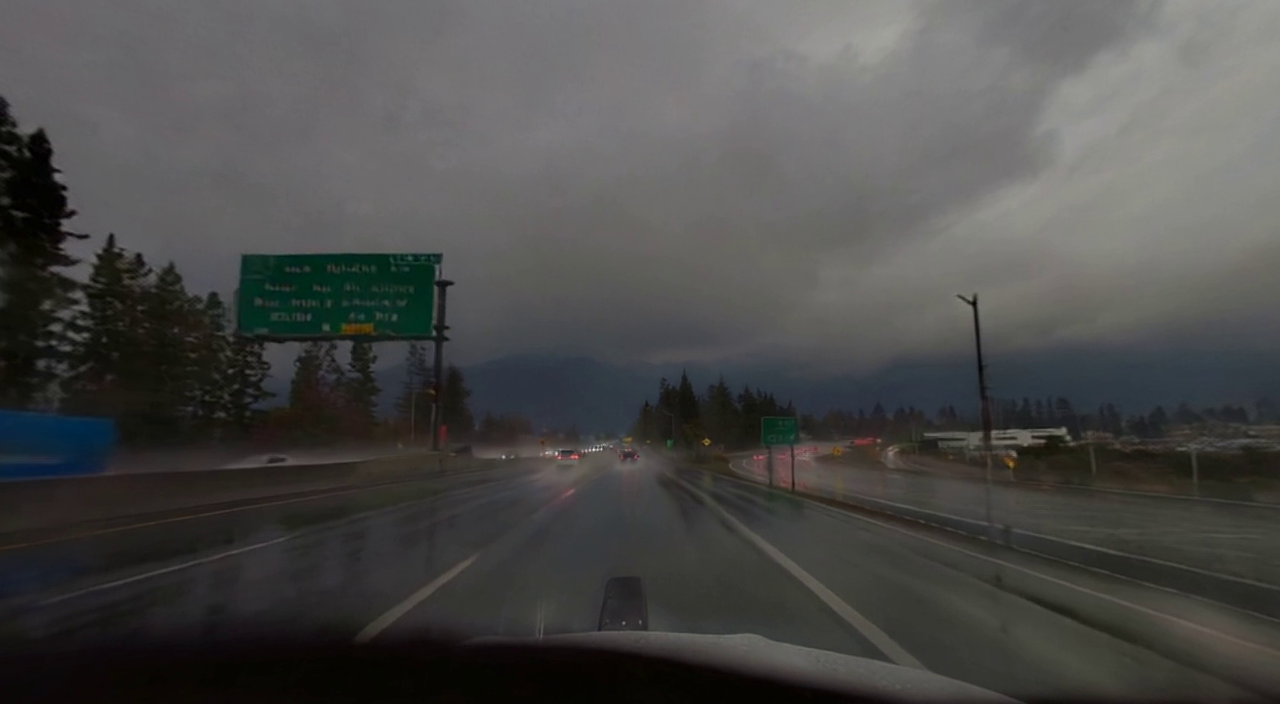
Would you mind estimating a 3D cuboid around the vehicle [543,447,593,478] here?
[{"bbox_3d":[-3.712,5.777,33.334,2.067,1.509,4.551,-1,-8,1],"label":"vehicle"}]

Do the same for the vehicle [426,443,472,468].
[{"bbox_3d":[-14.172,7.668,47.012,1.813,1.728,5.143,-1,-8,0],"label":"vehicle"}]

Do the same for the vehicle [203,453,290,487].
[{"bbox_3d":[-17.459,5.207,28.154,1.592,1.387,3.448,0,-9,0],"label":"vehicle"}]

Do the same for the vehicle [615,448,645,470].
[{"bbox_3d":[-0.716,7.695,45.600,2.100,1.471,3.956,0,-8,-1],"label":"vehicle"}]
